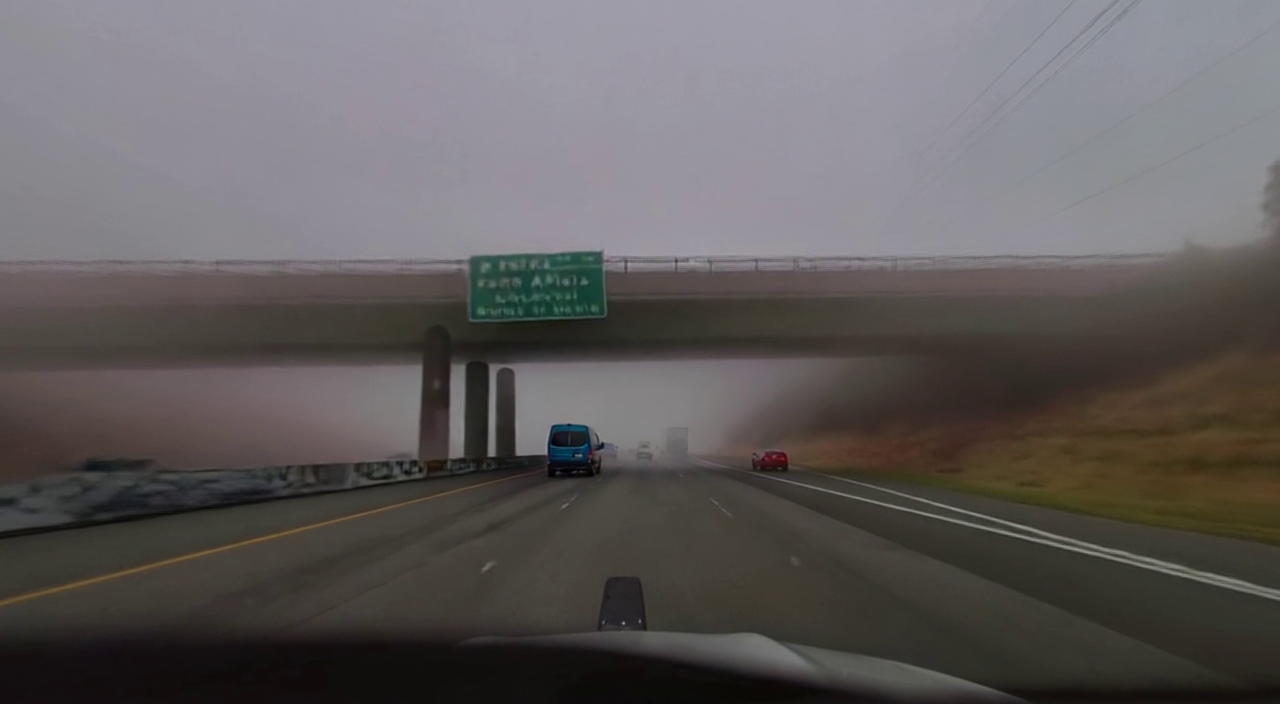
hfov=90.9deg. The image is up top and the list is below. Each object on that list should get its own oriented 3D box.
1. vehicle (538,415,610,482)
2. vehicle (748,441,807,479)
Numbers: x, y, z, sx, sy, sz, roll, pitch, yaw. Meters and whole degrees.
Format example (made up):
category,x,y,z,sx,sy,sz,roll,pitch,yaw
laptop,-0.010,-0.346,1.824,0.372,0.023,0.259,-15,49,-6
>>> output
category,x,y,z,sx,sy,sz,roll,pitch,yaw
vehicle,-2.751,4.289,27.917,2.451,2.627,5.868,0,-9,1
vehicle,6.428,5.102,29.947,1.936,1.664,4.198,0,-9,1
